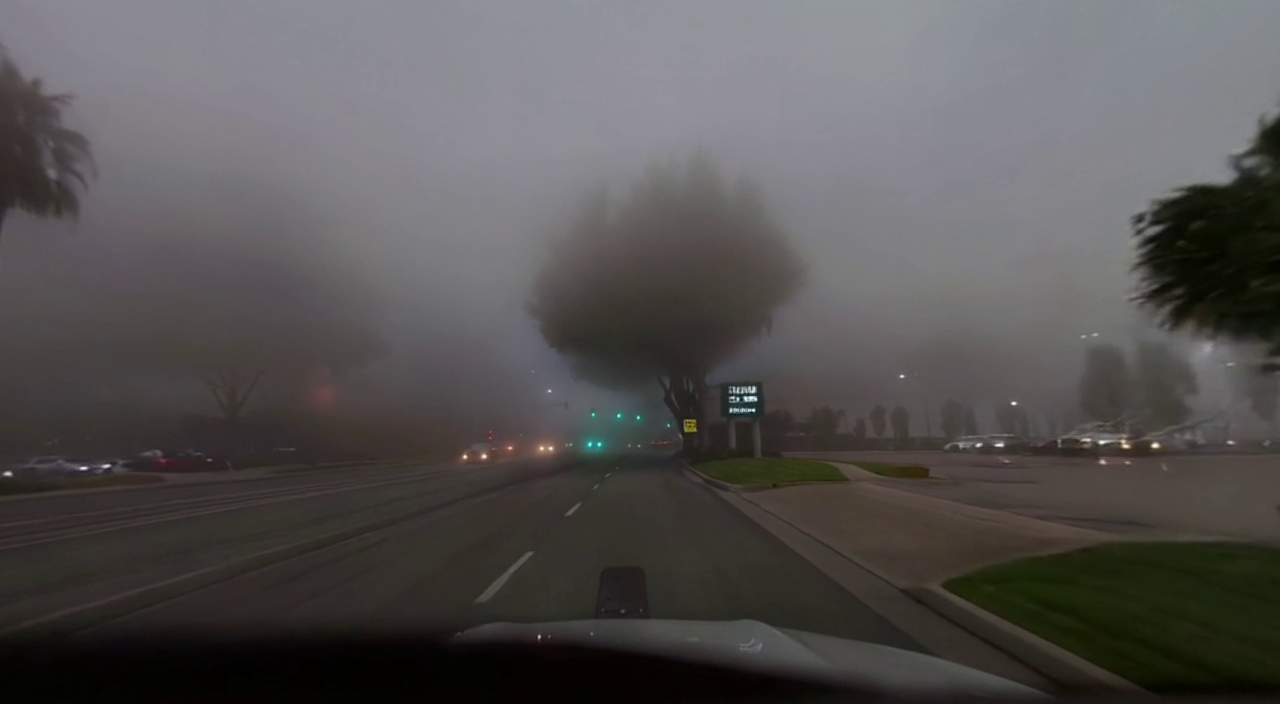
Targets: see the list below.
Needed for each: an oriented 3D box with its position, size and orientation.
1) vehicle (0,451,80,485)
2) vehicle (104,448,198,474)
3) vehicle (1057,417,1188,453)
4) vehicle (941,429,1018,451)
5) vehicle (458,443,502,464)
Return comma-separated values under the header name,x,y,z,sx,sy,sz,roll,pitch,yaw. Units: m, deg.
name,x,y,z,sx,sy,sz,roll,pitch,yaw
vehicle,-29.964,5.528,30.098,4.310,1.533,1.917,0,-8,1
vehicle,-29.775,6.655,38.285,4.133,1.501,1.876,0,-8,0
vehicle,25.112,4.337,32.819,5.117,1.813,2.052,0,-8,0
vehicle,25.347,6.580,46.972,4.649,1.611,1.945,0,-8,-1
vehicle,-12.126,7.697,47.894,2.078,1.532,4.627,0,-8,0
